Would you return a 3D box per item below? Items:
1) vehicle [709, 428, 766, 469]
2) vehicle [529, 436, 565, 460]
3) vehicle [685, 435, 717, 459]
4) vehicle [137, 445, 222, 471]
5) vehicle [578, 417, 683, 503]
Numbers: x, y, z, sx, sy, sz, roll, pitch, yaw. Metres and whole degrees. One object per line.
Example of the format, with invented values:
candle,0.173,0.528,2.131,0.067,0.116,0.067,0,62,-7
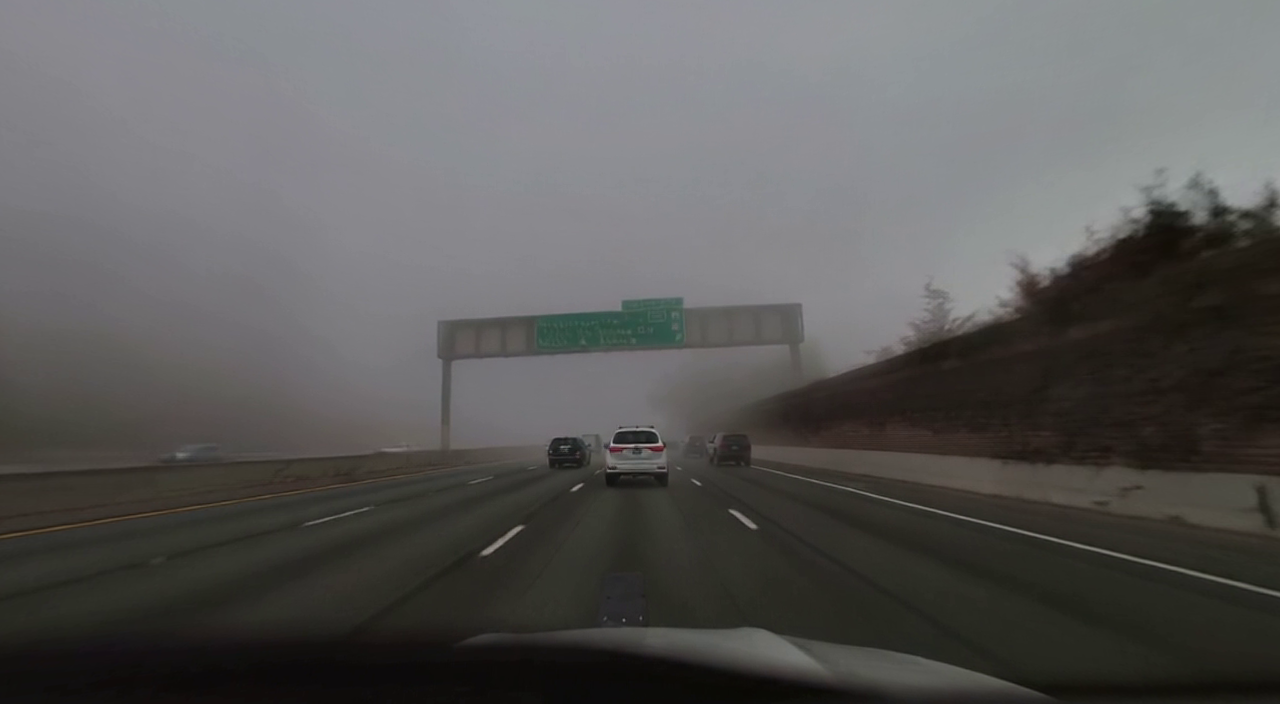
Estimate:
vehicle,4.642,4.717,30.804,2.017,1.847,4.299,0,-9,-1
vehicle,-6.989,7.272,47.674,2.024,1.706,4.249,0,-9,0
vehicle,4.477,7.079,47.007,2.001,1.651,3.916,0,-9,0
vehicle,-28.409,6.554,39.091,1.811,1.505,4.441,0,-9,1
vehicle,-0.206,2.633,15.669,2.233,1.804,4.273,0,-9,0
